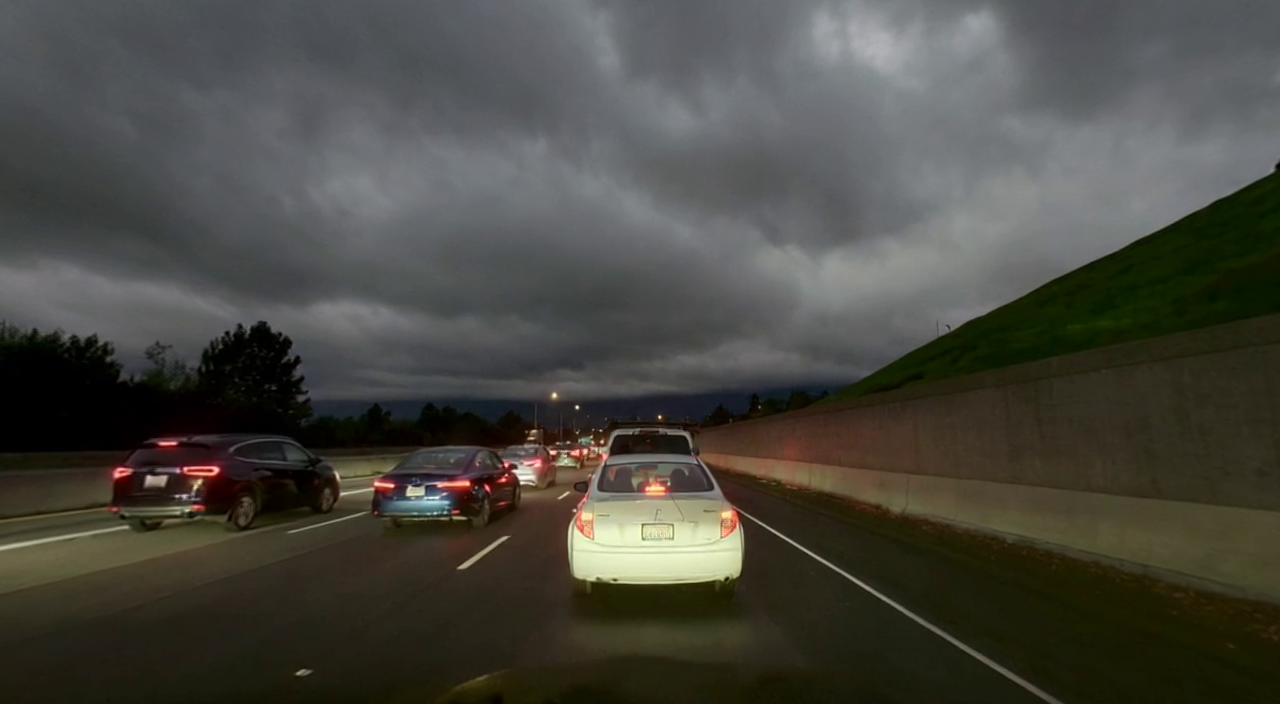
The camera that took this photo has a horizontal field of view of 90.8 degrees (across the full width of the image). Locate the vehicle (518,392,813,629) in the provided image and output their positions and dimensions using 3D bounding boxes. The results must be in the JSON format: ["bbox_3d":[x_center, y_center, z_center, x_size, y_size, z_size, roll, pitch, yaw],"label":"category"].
[{"bbox_3d":[0.155,1.596,7.474,2.210,1.760,5.303,0,-9,-1],"label":"vehicle"}]

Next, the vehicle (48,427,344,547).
[{"bbox_3d":[-7.487,2.297,11.422,1.986,1.700,4.558,0,-9,0],"label":"vehicle"}]

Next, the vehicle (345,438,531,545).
[{"bbox_3d":[-3.242,2.313,11.070,1.917,1.506,3.949,0,-9,1],"label":"vehicle"}]
